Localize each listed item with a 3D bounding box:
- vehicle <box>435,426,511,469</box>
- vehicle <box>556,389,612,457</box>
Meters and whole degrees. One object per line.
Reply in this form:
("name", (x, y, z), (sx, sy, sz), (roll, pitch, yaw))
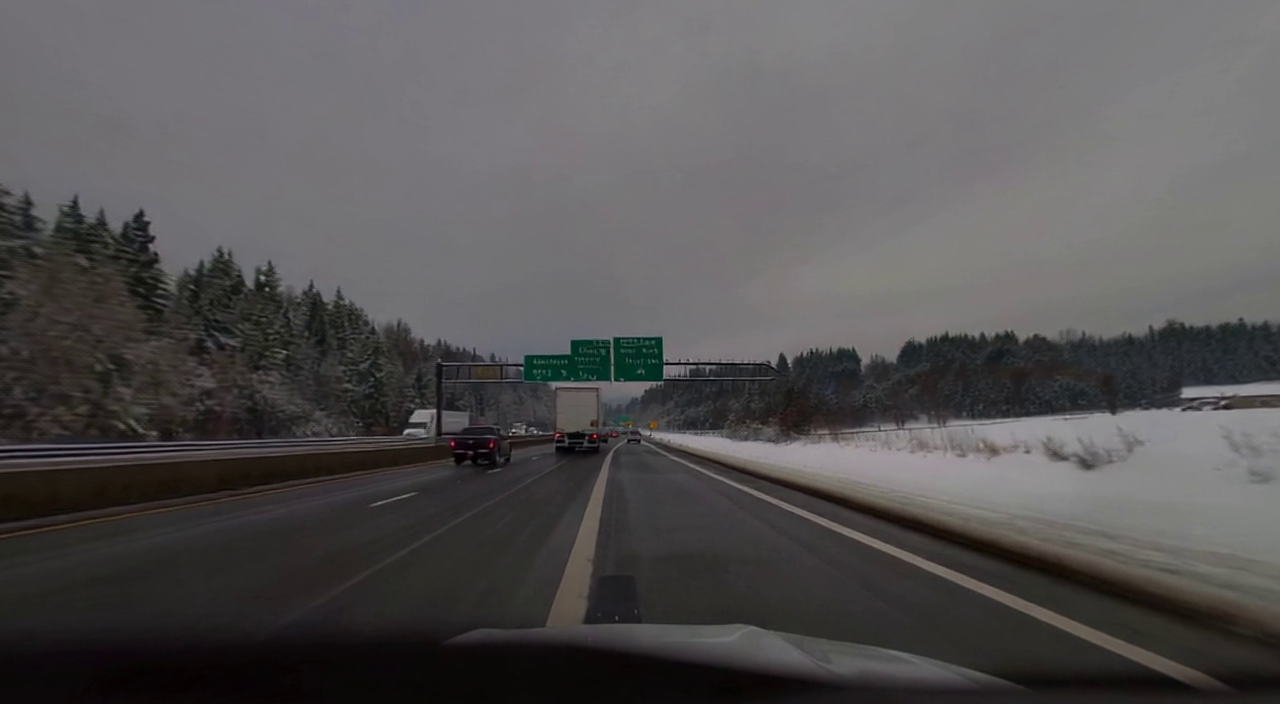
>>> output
("vehicle", (-6.826, 3.932, 26.193), (2.068, 1.647, 4.321), (0, -8, -2))
("vehicle", (-3.272, 4.481, 39.059), (2.855, 3.741, 8.587), (0, -7, -2))
